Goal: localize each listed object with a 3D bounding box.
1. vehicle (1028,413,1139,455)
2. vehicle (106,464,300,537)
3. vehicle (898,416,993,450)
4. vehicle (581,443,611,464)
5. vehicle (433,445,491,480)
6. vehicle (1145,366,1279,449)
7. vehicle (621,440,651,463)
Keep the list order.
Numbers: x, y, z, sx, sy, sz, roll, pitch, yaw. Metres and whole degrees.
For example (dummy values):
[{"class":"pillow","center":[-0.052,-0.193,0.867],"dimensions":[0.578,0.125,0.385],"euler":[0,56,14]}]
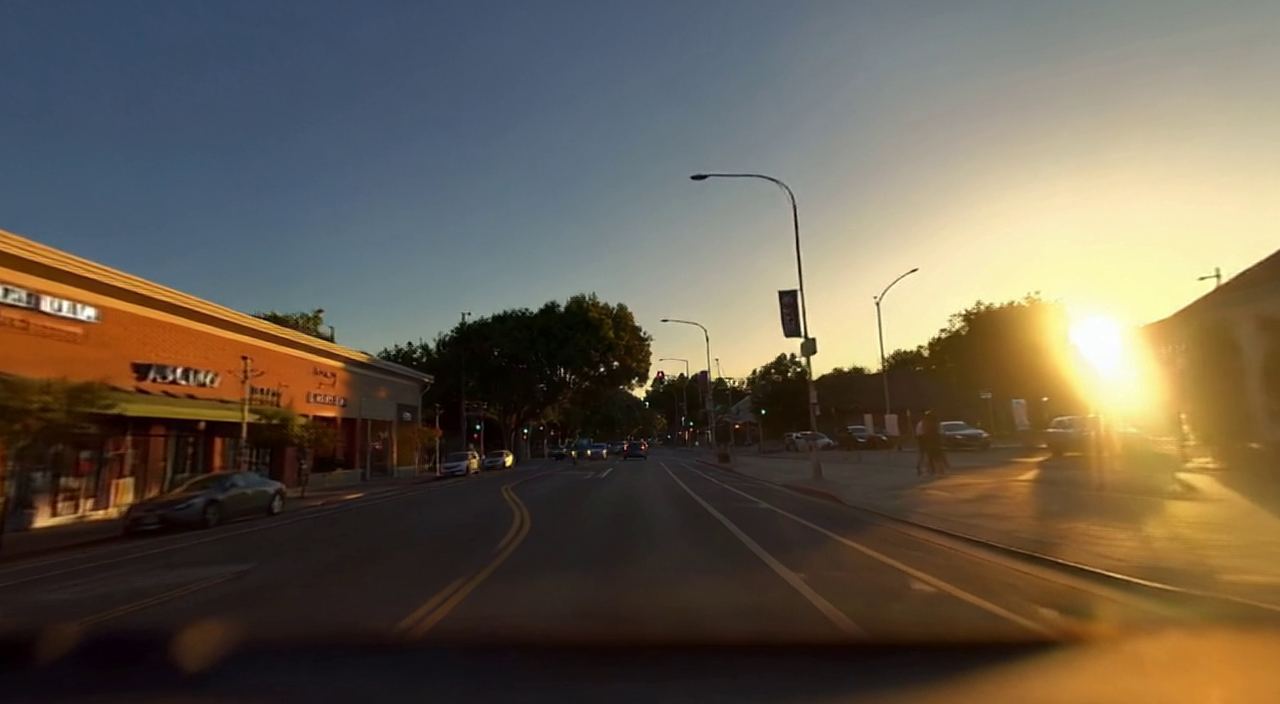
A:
[{"class":"vehicle","center":[17.061,3.234,24.593],"dimensions":[1.773,1.446,4.421],"euler":[-2,-9,11]},{"class":"vehicle","center":[-10.977,3.711,16.381],"dimensions":[1.828,1.470,4.523],"euler":[0,-8,-1]},{"class":"vehicle","center":[16.807,4.510,34.963],"dimensions":[4.135,1.753,2.122],"euler":[0,-8,1]},{"class":"vehicle","center":[-3.227,7.470,46.759],"dimensions":[1.987,1.461,4.228],"euler":[0,-8,-1]},{"class":"vehicle","center":[-10.854,6.737,38.896],"dimensions":[2.033,1.930,4.786],"euler":[0,-8,1]},{"class":"vehicle","center":[16.245,1.503,16.146],"dimensions":[5.190,1.898,2.168],"euler":[1,-9,-10]},{"class":"vehicle","center":[-0.275,7.381,46.913],"dimensions":[2.105,1.611,3.750],"euler":[0,-8,0]}]
